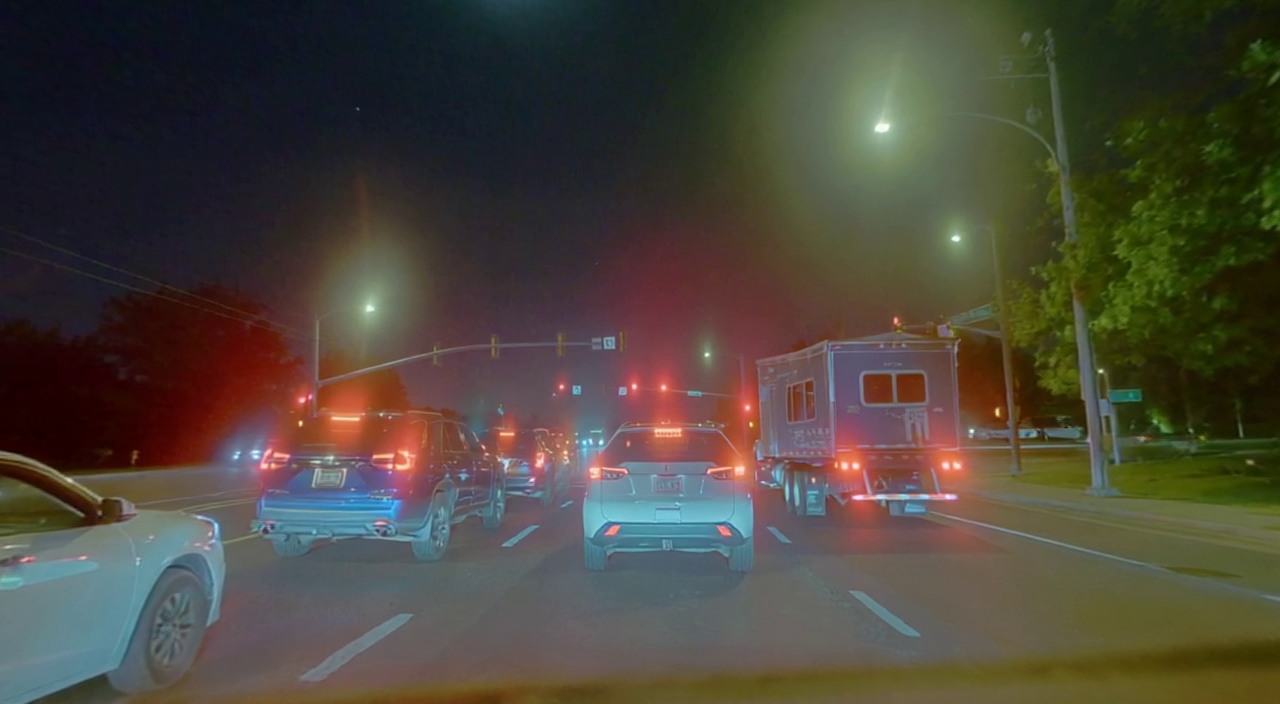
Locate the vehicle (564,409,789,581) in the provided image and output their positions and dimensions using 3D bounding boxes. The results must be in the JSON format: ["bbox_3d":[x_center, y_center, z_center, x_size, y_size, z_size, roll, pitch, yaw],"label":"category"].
[{"bbox_3d":[0.365,1.710,8.314,2.189,1.649,4.171,0,-9,0],"label":"vehicle"}]

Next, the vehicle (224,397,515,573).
[{"bbox_3d":[-3.261,1.714,8.852,2.085,1.812,4.388,0,-9,0],"label":"vehicle"}]

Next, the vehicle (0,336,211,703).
[{"bbox_3d":[-3.420,0.677,1.480,1.952,1.730,4.116,0,-9,-1],"label":"vehicle"}]

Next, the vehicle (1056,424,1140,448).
[{"bbox_3d":[33.161,6.141,45.892,4.671,1.595,1.824,-6,-10,31],"label":"vehicle"}]

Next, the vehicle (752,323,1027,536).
[{"bbox_3d":[3.693,1.395,11.001,2.531,2.750,5.595,0,-9,1],"label":"vehicle"}]
